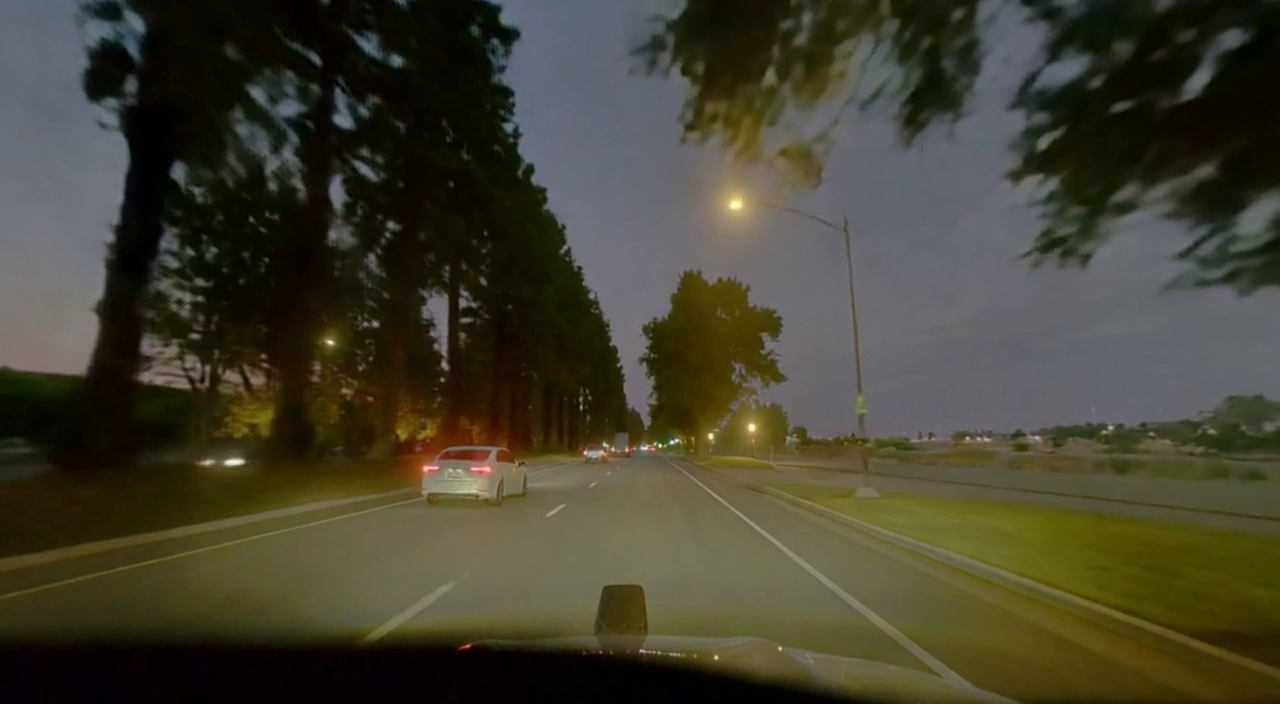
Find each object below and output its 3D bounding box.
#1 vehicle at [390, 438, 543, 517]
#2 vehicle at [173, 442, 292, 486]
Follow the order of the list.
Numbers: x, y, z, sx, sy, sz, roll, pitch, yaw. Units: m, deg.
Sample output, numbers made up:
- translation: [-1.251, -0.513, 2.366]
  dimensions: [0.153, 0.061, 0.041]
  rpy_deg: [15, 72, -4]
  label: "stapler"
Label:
- translation: [-3.626, 2.720, 14.171]
  dimensions: [2.033, 1.454, 4.512]
  rpy_deg: [0, -9, 2]
  label: "vehicle"
- translation: [-17.736, 4.872, 27.756]
  dimensions: [2.016, 1.742, 4.660]
  rpy_deg: [0, -9, 1]
  label: "vehicle"
